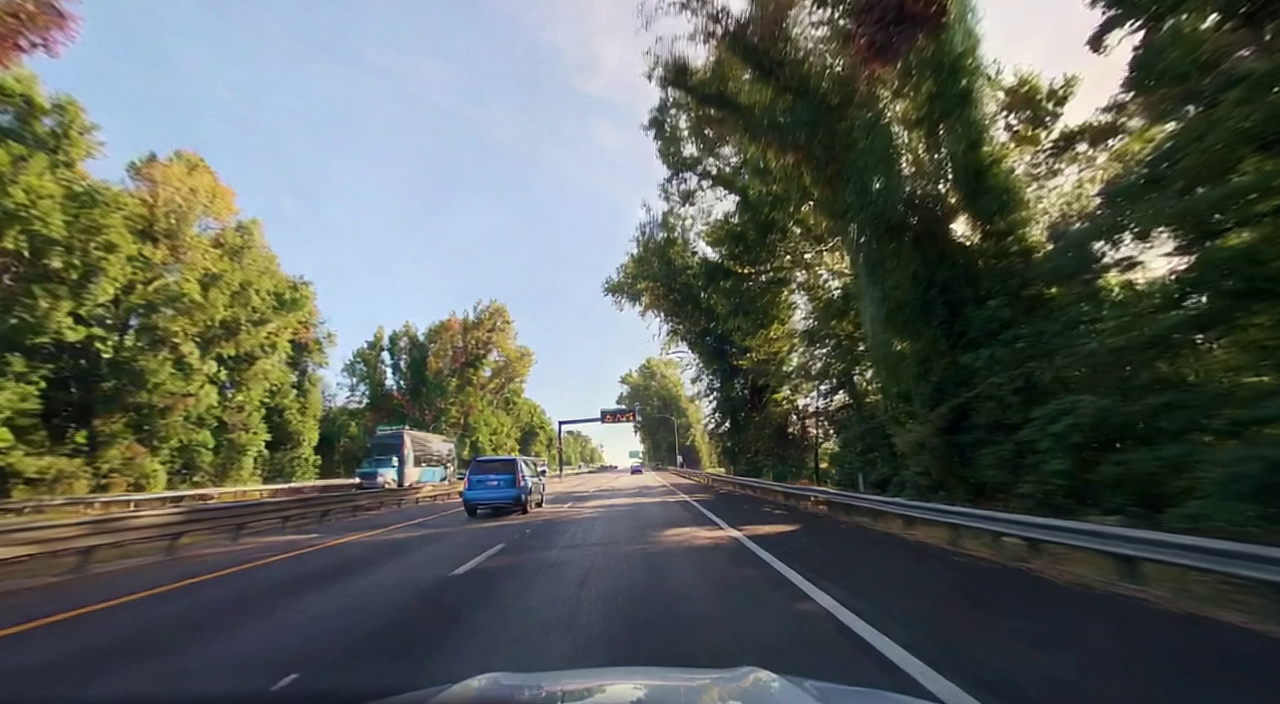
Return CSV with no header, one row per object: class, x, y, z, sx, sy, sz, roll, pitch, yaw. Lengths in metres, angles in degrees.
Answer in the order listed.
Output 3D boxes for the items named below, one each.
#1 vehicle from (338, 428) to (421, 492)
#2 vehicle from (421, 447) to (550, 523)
vehicle,-17.574,7.396,42.977,2.973,3.982,5.879,1,-10,-1
vehicle,-3.605,3.242,15.664,2.081,1.586,4.245,1,-10,0
